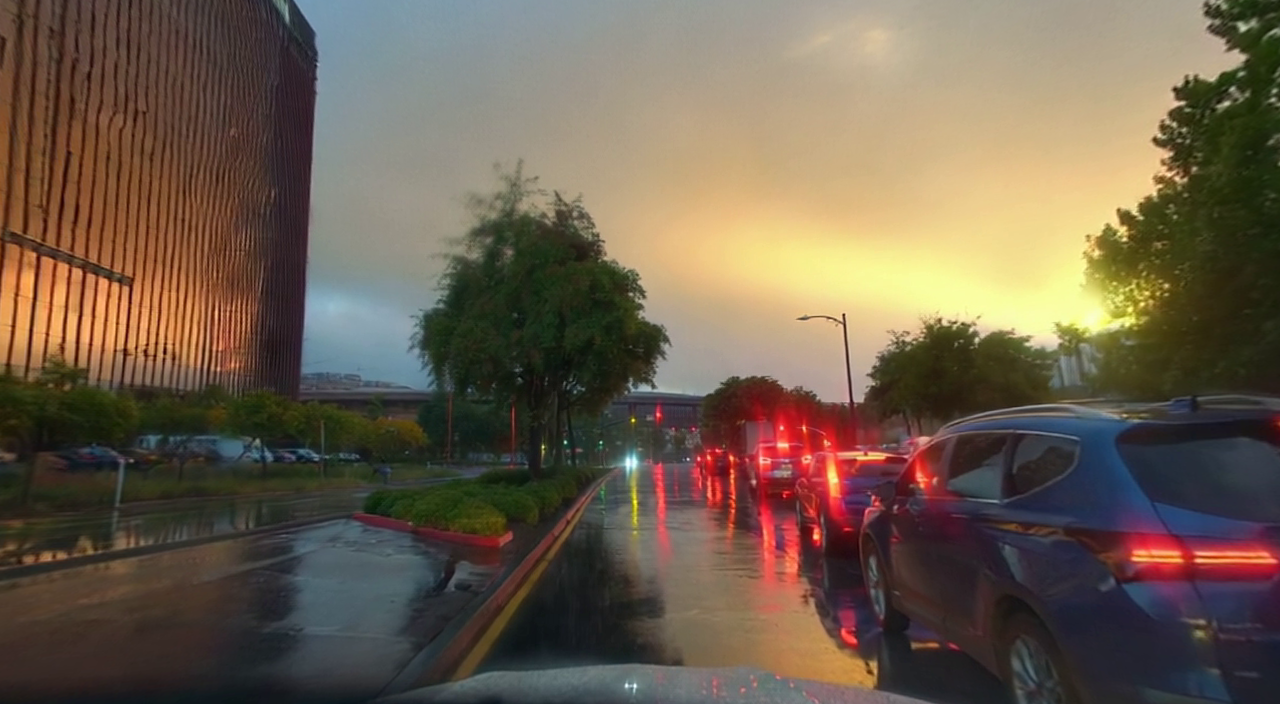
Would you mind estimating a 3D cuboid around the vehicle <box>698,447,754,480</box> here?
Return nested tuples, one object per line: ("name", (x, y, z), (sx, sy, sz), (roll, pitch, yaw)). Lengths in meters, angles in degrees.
("vehicle", (4.257, 5.597, 31.813), (2.183, 1.553, 3.923), (0, -9, -2))

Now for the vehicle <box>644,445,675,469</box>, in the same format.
("vehicle", (1.549, 8.146, 49.152), (2.121, 1.728, 4.161), (-1, -9, 5))

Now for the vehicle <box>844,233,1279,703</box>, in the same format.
("vehicle", (2.475, 0.968, 3.157), (2.092, 1.703, 4.870), (-2, -9, 11))
